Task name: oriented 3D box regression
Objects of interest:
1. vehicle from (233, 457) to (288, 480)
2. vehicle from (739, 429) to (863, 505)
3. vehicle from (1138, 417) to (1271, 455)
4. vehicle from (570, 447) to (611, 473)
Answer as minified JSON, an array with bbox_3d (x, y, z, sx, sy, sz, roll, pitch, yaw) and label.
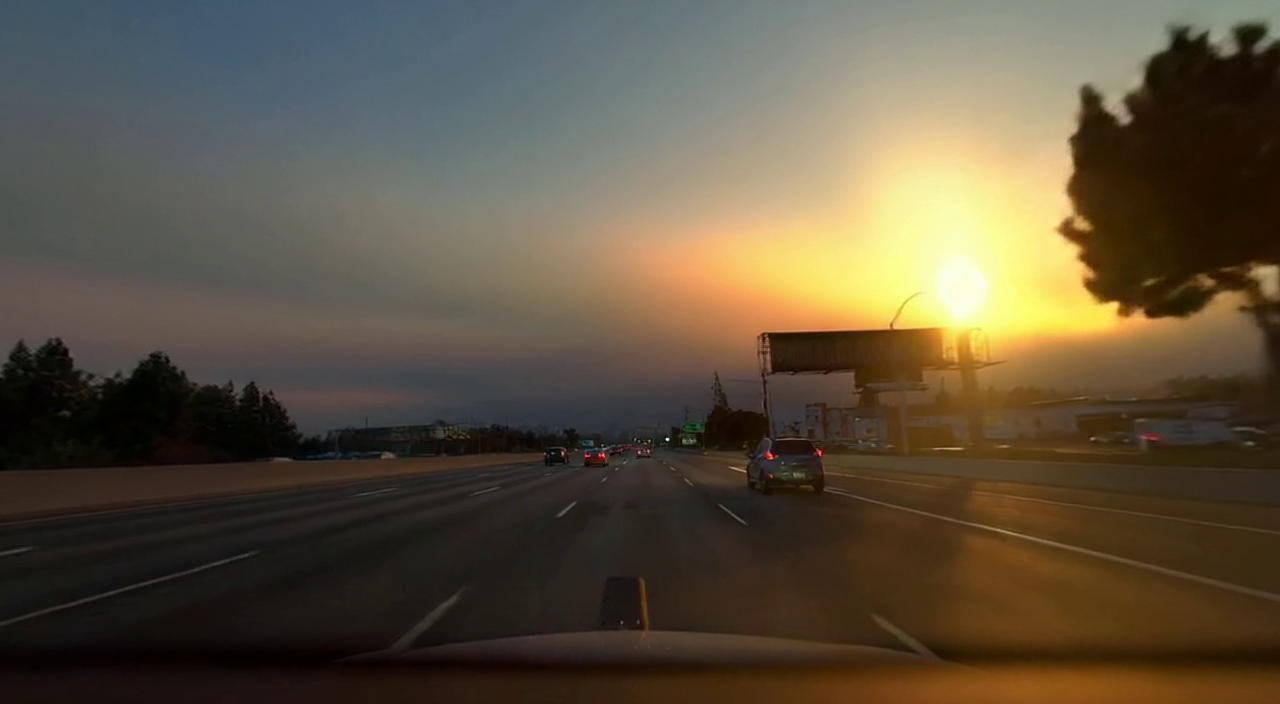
[{"bbox_3d":[-27.924,8.556,46.461,1.694,1.499,3.764,0,-9,0],"label":"vehicle"},{"bbox_3d":[4.204,3.094,17.377,2.109,1.764,4.704,0,-9,-1],"label":"vehicle"},{"bbox_3d":[37.201,5.569,41.658,6.179,2.207,2.545,-2,-9,1],"label":"vehicle"},{"bbox_3d":[-3.006,6.694,39.305,2.139,1.510,4.506,0,-9,0],"label":"vehicle"}]
